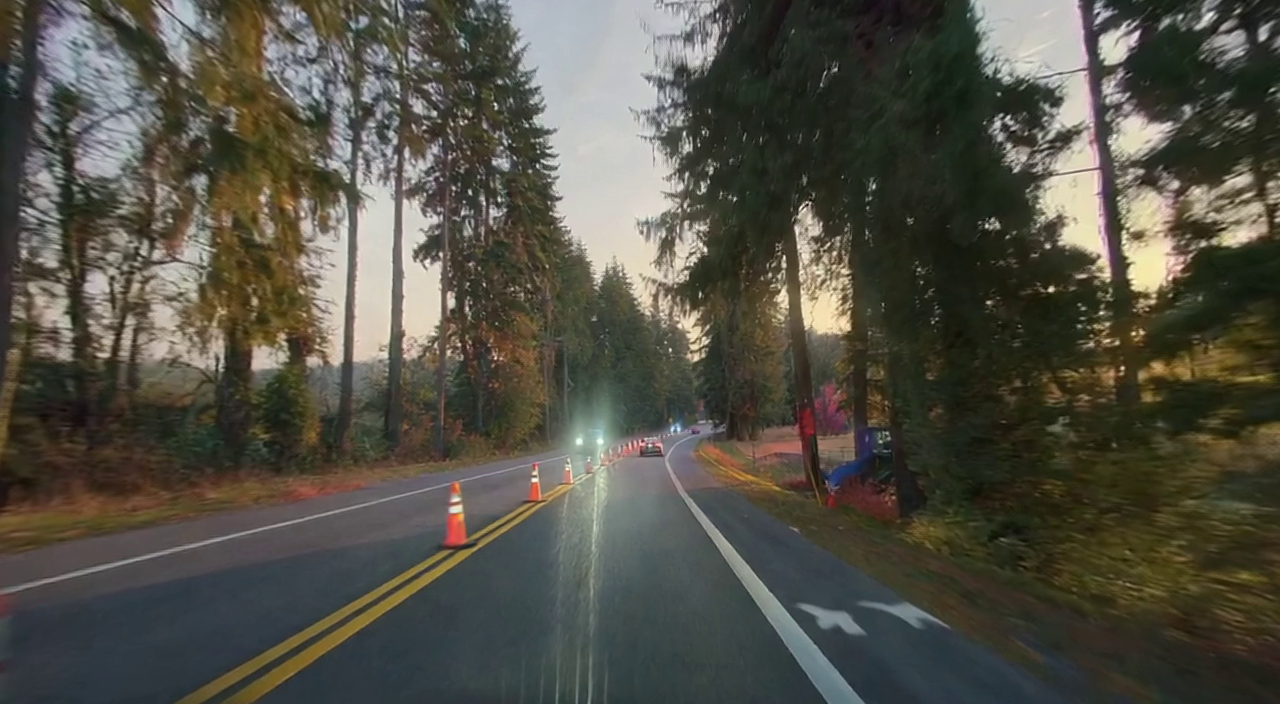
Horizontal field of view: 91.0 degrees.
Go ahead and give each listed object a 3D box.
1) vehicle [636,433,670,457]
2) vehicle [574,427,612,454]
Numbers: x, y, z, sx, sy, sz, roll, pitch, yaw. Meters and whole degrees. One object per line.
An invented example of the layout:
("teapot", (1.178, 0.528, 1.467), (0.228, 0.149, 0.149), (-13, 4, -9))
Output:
("vehicle", (0.884, 6.171, 41.617), (2.042, 1.489, 3.963), (0, -8, 4))
("vehicle", (-3.423, 6.608, 46.705), (2.079, 1.880, 4.493), (-1, -8, 5))
